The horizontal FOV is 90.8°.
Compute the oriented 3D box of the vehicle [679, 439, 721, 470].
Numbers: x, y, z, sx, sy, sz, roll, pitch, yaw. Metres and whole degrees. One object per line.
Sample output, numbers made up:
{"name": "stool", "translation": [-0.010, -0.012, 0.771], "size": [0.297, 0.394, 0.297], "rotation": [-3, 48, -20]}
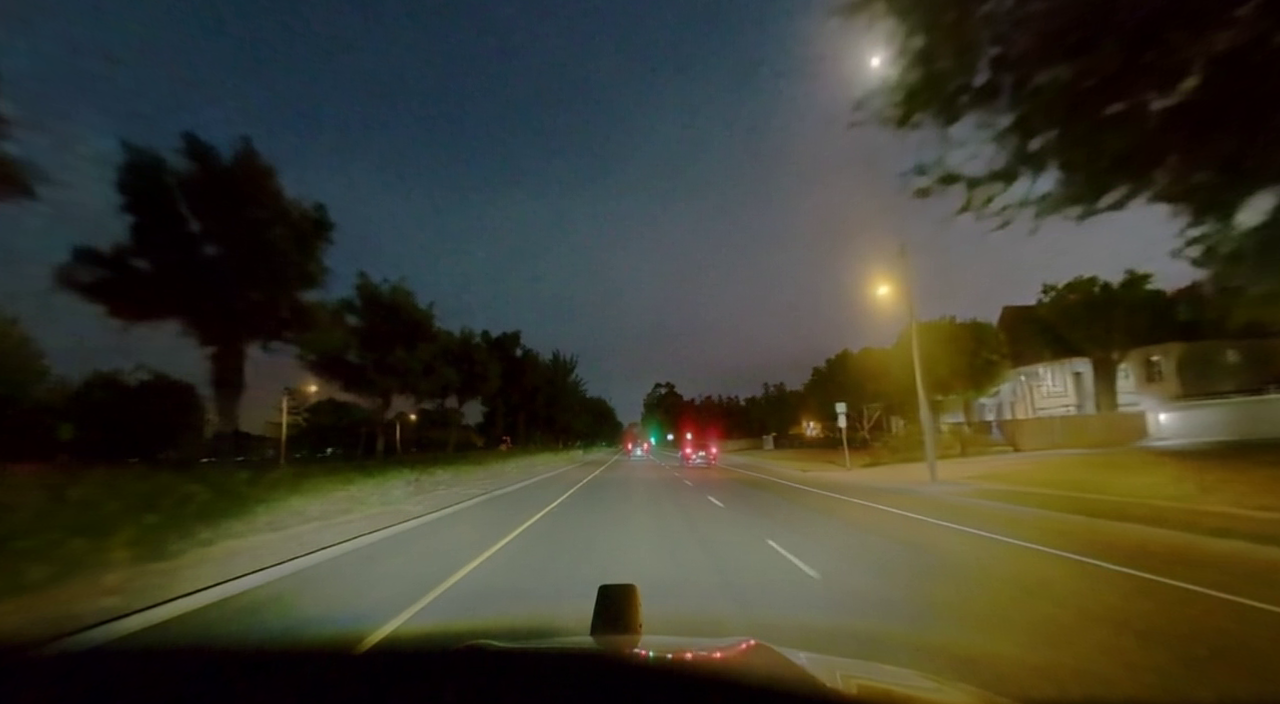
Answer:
{"name": "vehicle", "translation": [3.391, 5.873, 36.451], "size": [1.888, 1.640, 4.044], "rotation": [0, -9, -2]}

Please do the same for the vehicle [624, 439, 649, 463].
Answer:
{"name": "vehicle", "translation": [-0.295, 7.760, 49.736], "size": [1.925, 1.799, 4.257], "rotation": [0, -8, -1]}
